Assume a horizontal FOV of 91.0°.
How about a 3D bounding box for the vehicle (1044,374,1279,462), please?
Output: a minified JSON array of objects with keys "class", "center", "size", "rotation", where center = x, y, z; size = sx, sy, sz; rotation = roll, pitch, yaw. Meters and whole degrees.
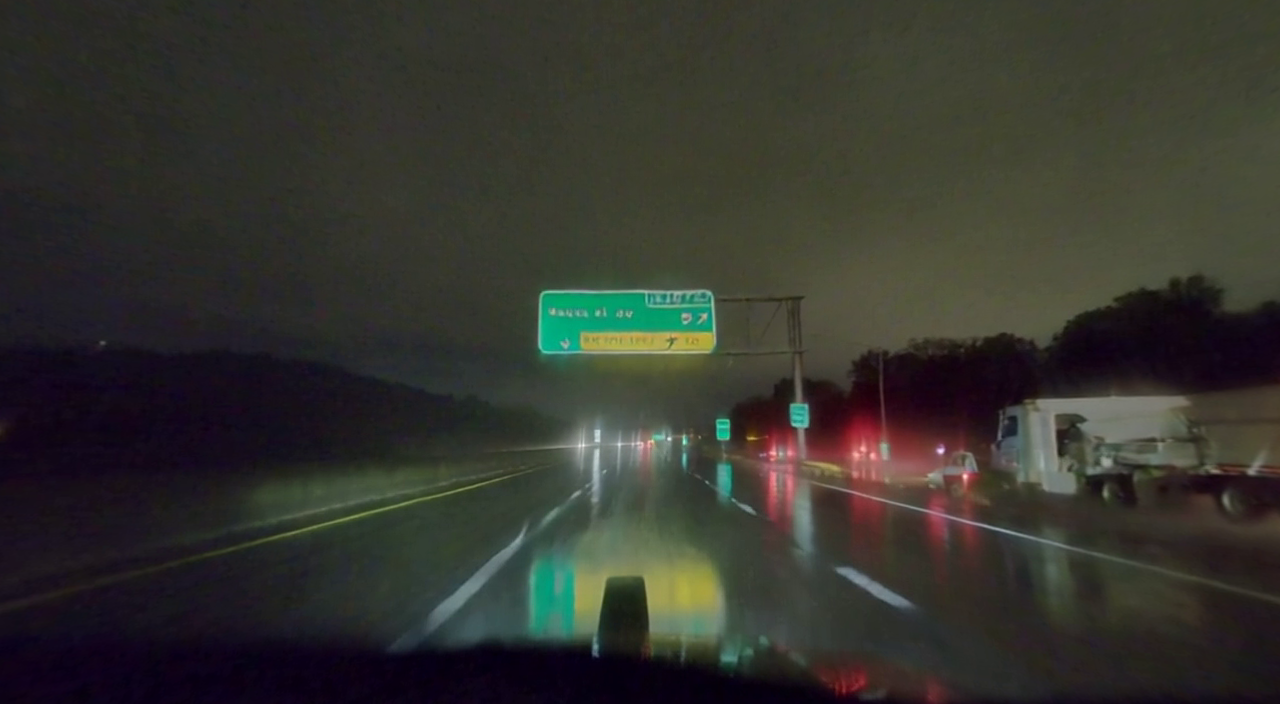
[{"class":"vehicle","center":[29.273,3.512,32.249],"size":[2.836,4.027,14.280],"rotation":[6,-10,-33]}]
